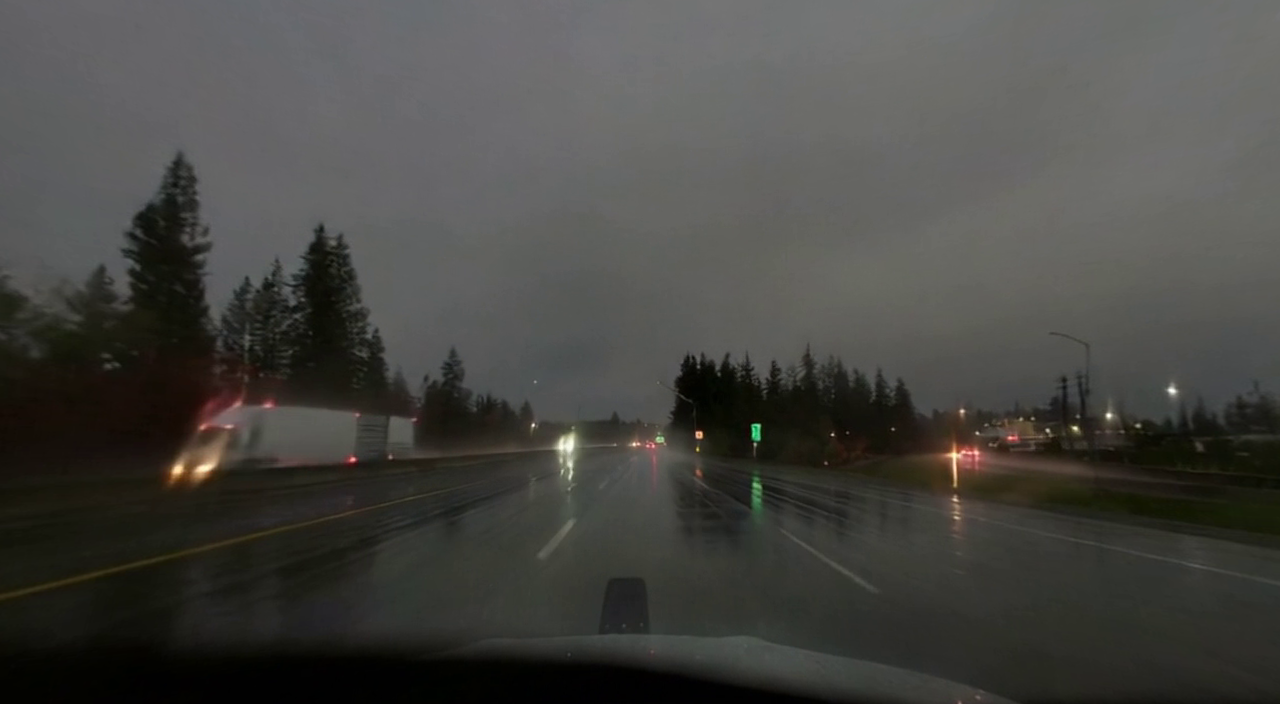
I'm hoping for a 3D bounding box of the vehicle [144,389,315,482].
[{"bbox_3d":[-21.029,4.454,33.282,3.066,4.239,8.740,0,-8,-1],"label":"vehicle"}]
